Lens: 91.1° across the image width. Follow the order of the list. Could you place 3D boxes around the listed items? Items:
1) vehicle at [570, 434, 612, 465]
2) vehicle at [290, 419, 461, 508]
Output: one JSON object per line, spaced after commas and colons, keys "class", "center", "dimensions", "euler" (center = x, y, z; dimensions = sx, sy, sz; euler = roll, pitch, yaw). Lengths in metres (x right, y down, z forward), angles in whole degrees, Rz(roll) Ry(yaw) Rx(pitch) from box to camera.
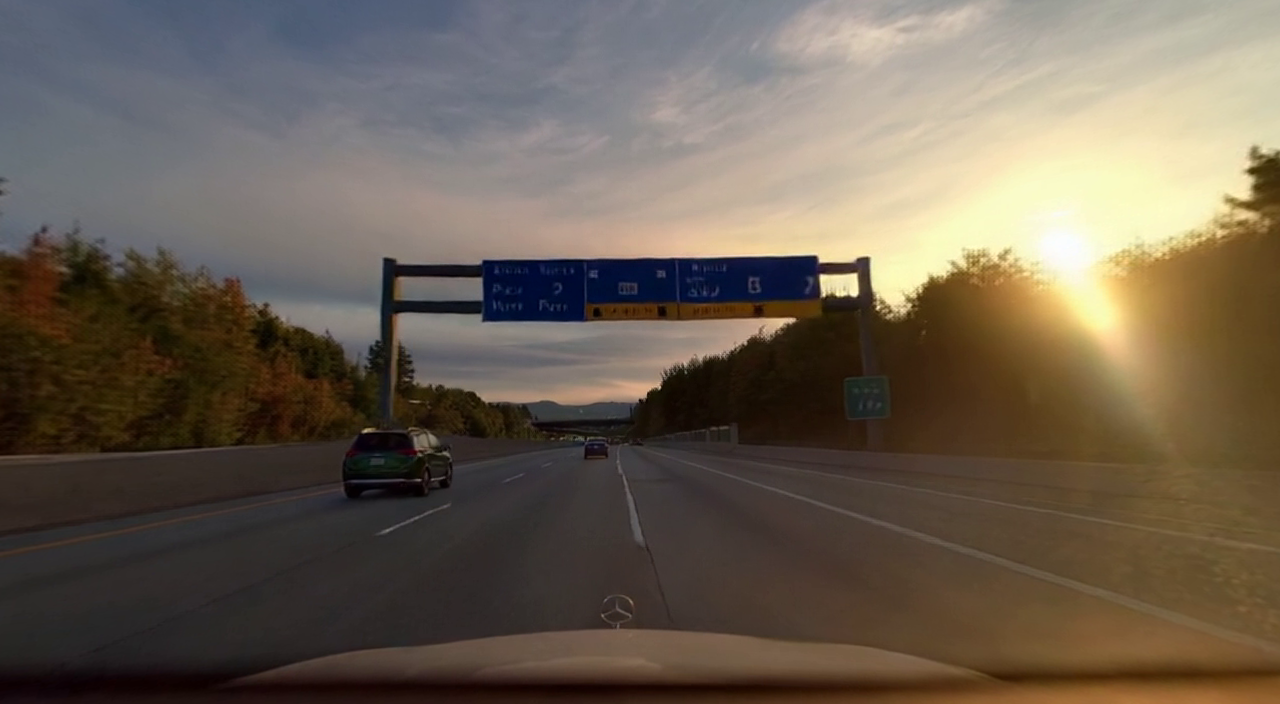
{"class": "vehicle", "center": [-2.541, 5.168, 33.500], "dimensions": [2.010, 1.534, 4.013], "euler": [0, -8, -2]}
{"class": "vehicle", "center": [-5.758, 2.457, 14.447], "dimensions": [2.111, 1.689, 4.505], "euler": [0, -8, -2]}
